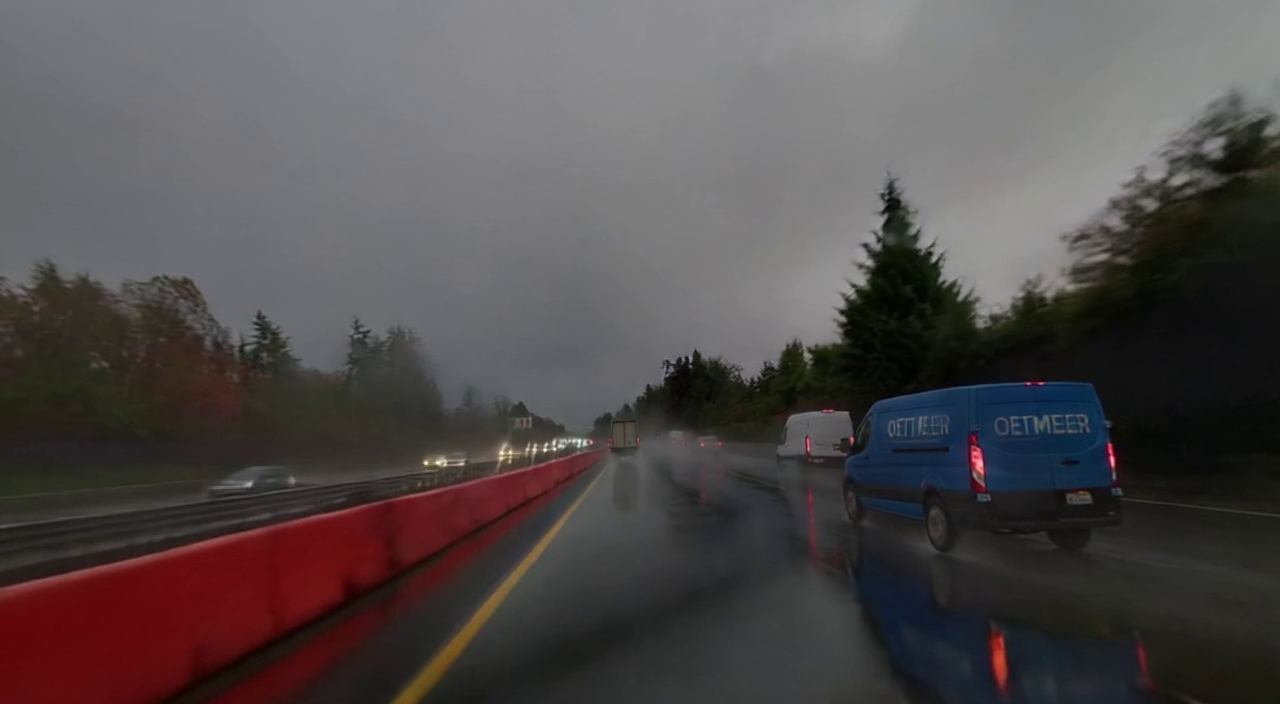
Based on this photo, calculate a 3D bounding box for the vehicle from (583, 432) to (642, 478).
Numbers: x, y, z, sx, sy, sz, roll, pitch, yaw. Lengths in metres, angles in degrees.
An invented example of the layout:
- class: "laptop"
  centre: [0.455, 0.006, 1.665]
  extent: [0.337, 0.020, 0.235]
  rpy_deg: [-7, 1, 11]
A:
- class: "vehicle"
  centre: [-1.039, 3.985, 24.513]
  extent: [2.100, 1.636, 3.620]
  rpy_deg: [0, -8, -2]

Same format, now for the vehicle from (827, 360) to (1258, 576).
- class: "vehicle"
  centre: [4.545, 1.433, 8.512]
  extent: [2.223, 2.008, 5.121]
  rpy_deg: [0, -8, -3]

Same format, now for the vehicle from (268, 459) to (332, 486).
- class: "vehicle"
  centre: [-21.701, 7.691, 40.405]
  extent: [1.789, 1.453, 4.243]
  rpy_deg: [0, -8, -1]
